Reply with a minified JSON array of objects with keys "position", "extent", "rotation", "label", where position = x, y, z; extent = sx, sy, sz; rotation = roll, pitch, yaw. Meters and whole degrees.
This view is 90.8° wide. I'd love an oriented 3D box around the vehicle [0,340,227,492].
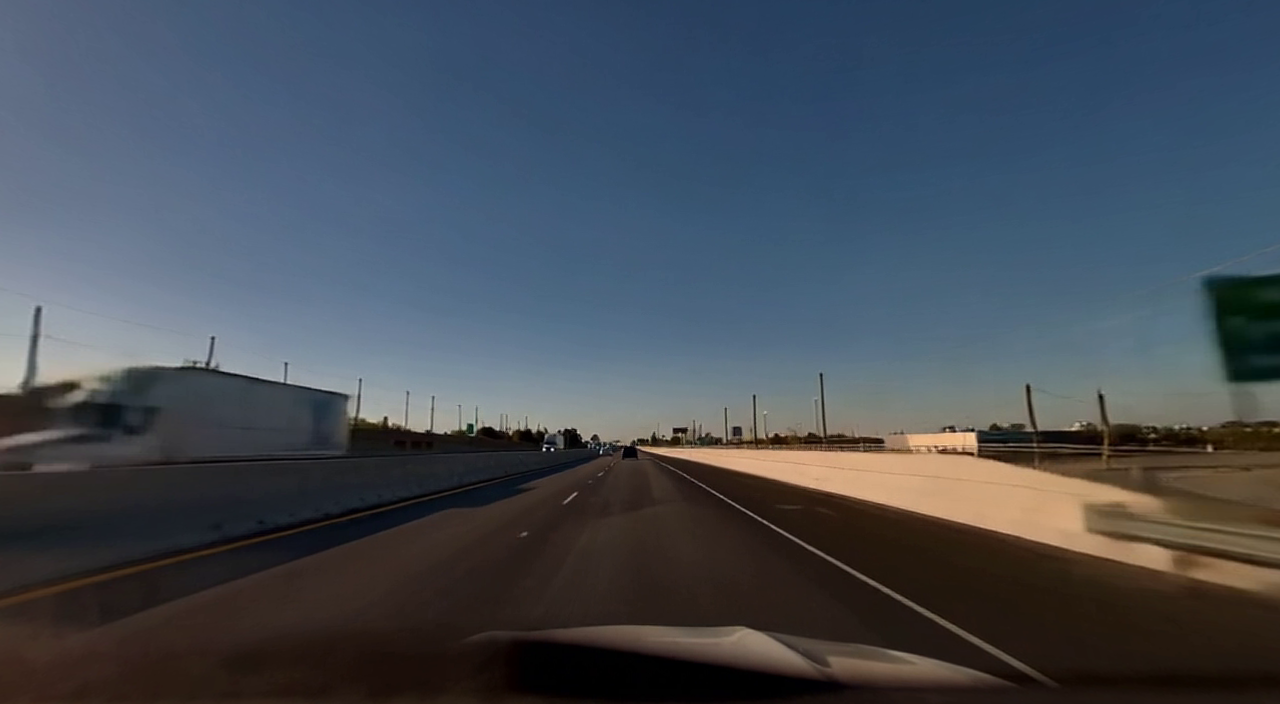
[{"position":[-16.195,2.090,19.251],"extent":[2.986,3.924,5.914],"rotation":[0,-9,-1],"label":"vehicle"}]
